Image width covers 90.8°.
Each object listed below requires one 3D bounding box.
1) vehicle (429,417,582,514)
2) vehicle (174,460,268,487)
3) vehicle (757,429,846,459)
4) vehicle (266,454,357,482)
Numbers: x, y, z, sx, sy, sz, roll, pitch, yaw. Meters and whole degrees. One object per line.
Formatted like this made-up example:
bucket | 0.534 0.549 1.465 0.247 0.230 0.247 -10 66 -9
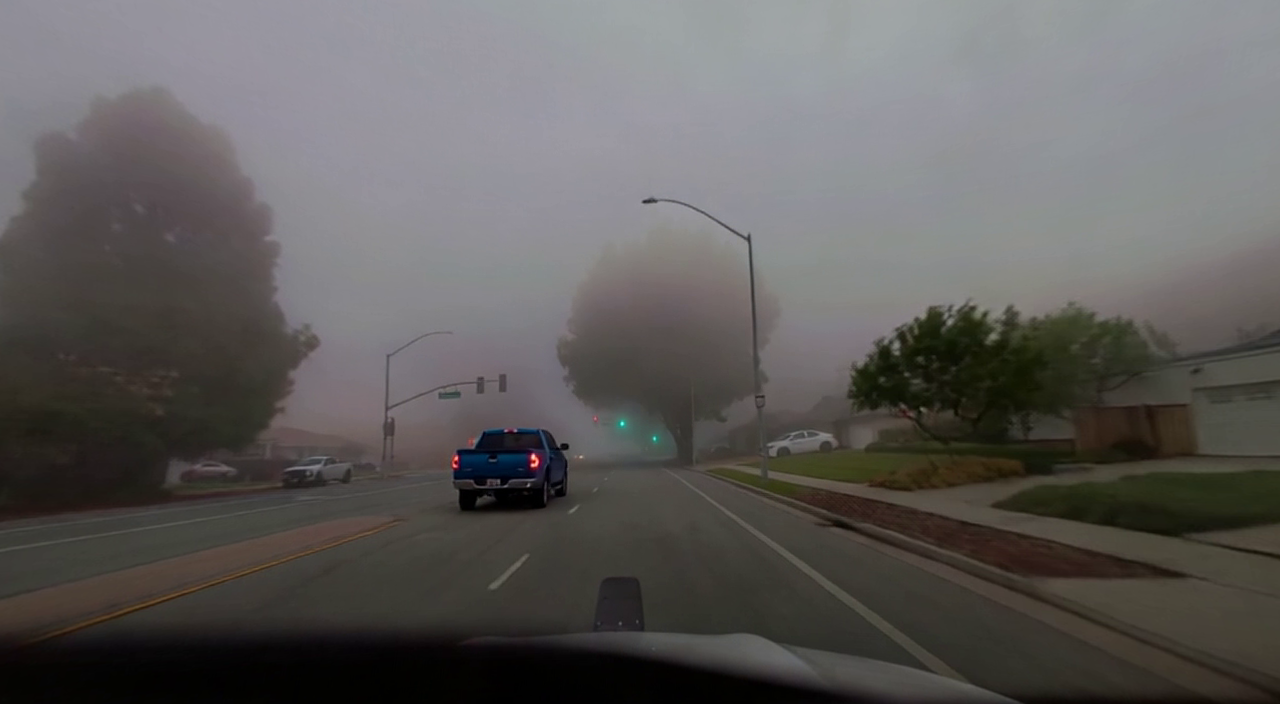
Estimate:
vehicle | -3.077 2.818 16.175 2.508 2.001 5.880 0 -9 1
vehicle | -26.779 7.776 40.506 4.497 1.634 1.991 0 -9 -3
vehicle | 10.165 5.805 39.950 4.882 1.839 2.243 1 -9 -6
vehicle | -21.143 7.473 40.771 4.669 1.745 2.156 -1 -9 2
